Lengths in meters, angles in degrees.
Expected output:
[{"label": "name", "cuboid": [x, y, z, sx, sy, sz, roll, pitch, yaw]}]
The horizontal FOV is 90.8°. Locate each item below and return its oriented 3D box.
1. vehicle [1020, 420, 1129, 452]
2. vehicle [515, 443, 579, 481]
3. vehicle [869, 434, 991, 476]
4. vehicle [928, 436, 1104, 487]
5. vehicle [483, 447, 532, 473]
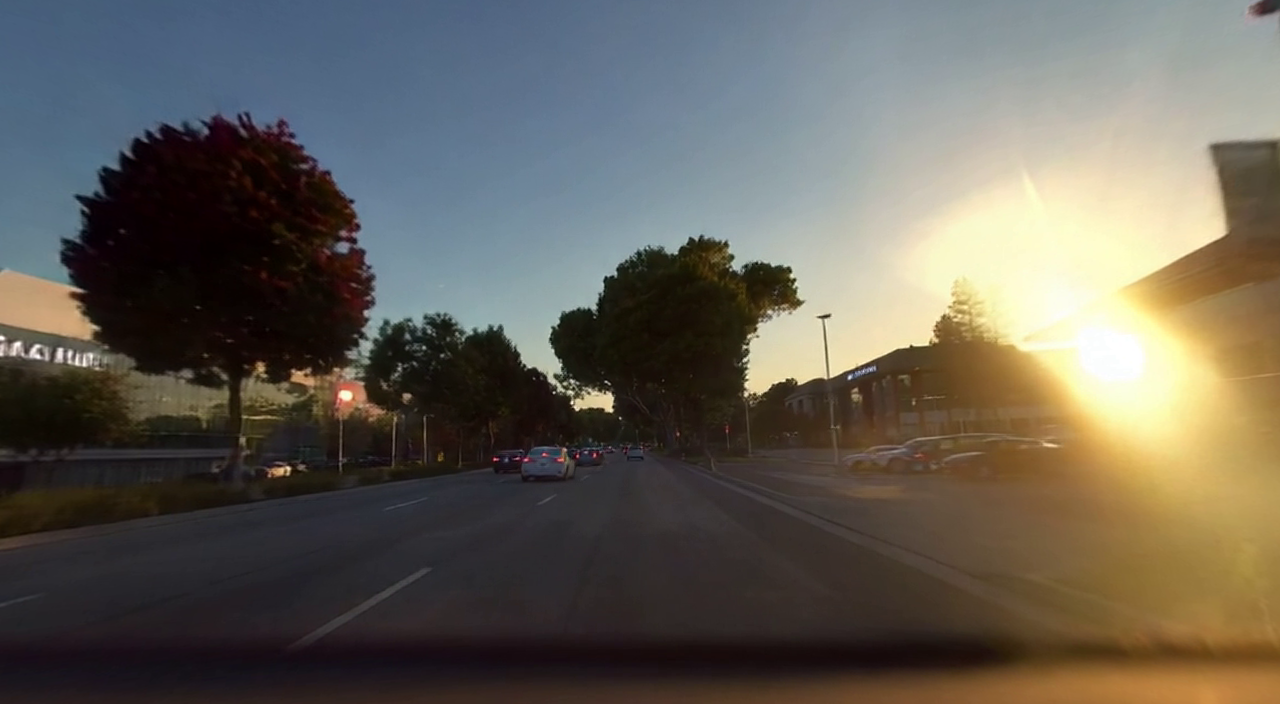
[{"label": "vehicle", "cuboid": [25.527, 4.960, 37.213, 4.939, 1.818, 1.989, 0, -9, -1]}, {"label": "vehicle", "cuboid": [-3.949, 4.765, 27.640, 2.011, 1.483, 4.596, 0, -9, 1]}, {"label": "vehicle", "cuboid": [12.712, 4.562, 27.915, 4.313, 1.596, 2.028, -2, -9, -2]}, {"label": "vehicle", "cuboid": [13.044, 3.810, 22.166, 4.790, 1.439, 2.034, -3, -9, 1]}, {"label": "vehicle", "cuboid": [-8.183, 6.702, 39.467, 1.976, 1.497, 4.709, 0, -9, 1]}]
